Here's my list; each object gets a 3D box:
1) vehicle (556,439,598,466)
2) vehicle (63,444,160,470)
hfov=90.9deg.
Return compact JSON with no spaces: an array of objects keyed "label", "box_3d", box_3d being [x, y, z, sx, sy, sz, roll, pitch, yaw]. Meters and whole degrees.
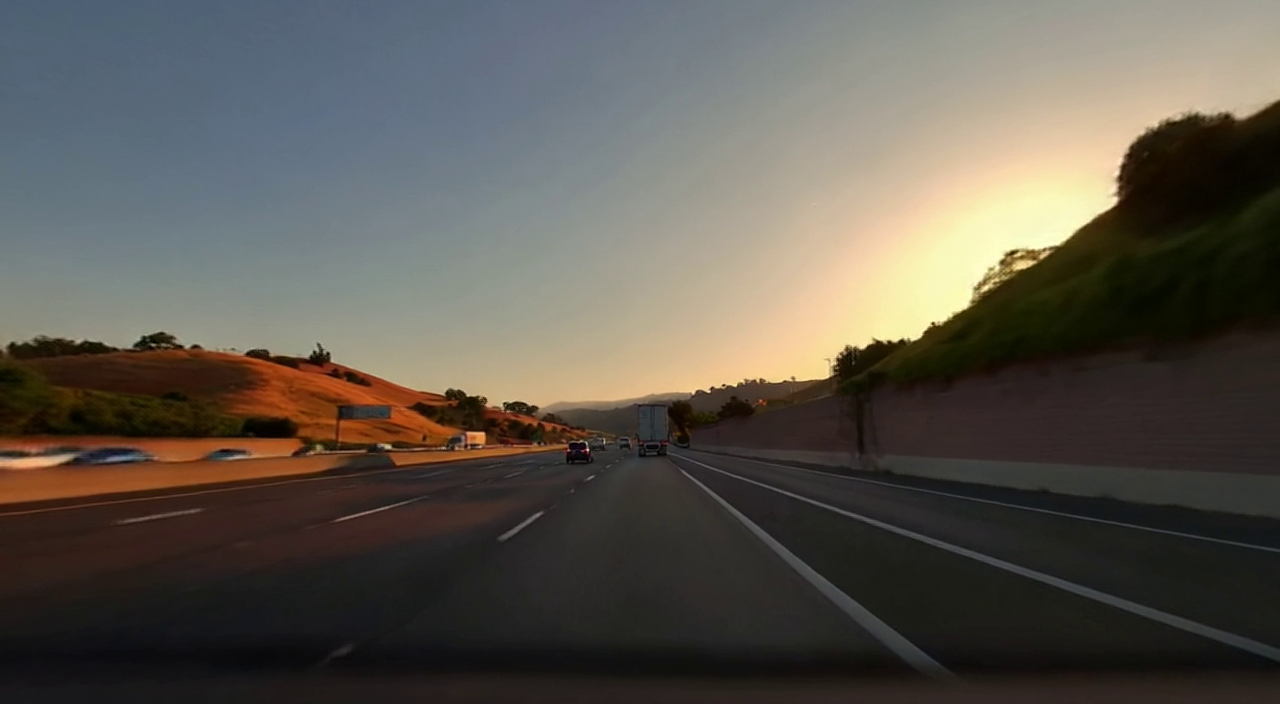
[{"label":"vehicle","box_3d":[-3.686,5.967,37.510,1.983,1.508,4.060,0,-8,1]},{"label":"vehicle","box_3d":[-39.294,7.766,47.131,2.158,1.816,5.645,-1,-8,3]}]
